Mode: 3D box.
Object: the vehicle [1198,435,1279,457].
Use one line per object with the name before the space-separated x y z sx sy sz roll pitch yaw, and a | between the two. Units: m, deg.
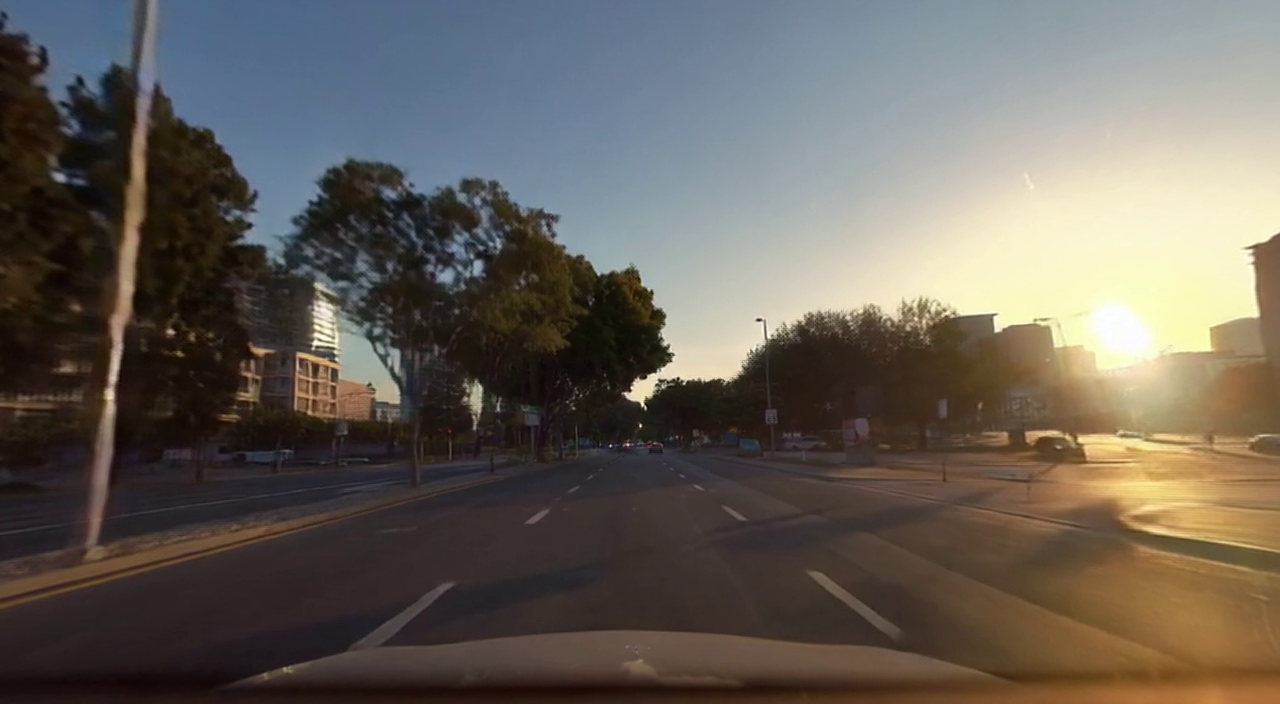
vehicle | 46.373 7.251 48.644 2.007 1.486 4.744 7 -13 -44
